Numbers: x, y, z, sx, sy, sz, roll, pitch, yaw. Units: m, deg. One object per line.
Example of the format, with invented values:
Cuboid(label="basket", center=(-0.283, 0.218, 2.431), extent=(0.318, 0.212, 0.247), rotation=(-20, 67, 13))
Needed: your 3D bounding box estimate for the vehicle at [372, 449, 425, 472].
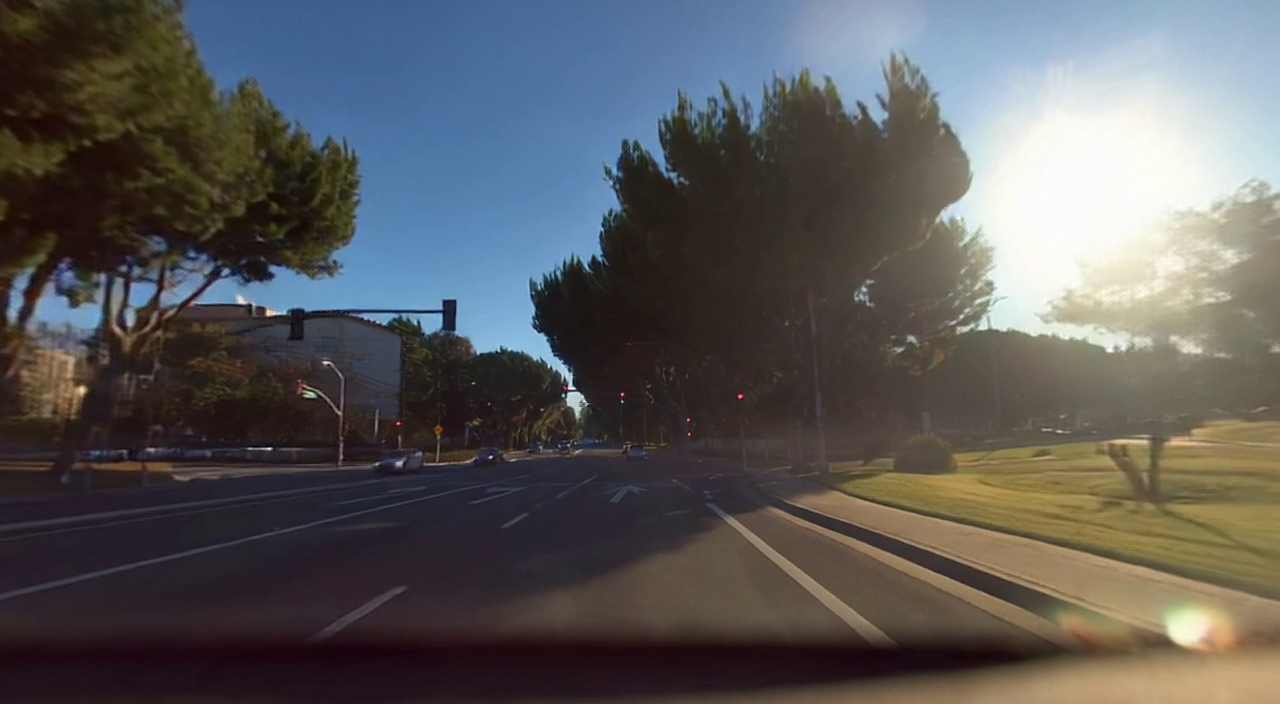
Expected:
Cuboid(label="vehicle", center=(-16.538, 7.426, 43.401), extent=(1.818, 1.384, 4.874), rotation=(0, -8, -2))
